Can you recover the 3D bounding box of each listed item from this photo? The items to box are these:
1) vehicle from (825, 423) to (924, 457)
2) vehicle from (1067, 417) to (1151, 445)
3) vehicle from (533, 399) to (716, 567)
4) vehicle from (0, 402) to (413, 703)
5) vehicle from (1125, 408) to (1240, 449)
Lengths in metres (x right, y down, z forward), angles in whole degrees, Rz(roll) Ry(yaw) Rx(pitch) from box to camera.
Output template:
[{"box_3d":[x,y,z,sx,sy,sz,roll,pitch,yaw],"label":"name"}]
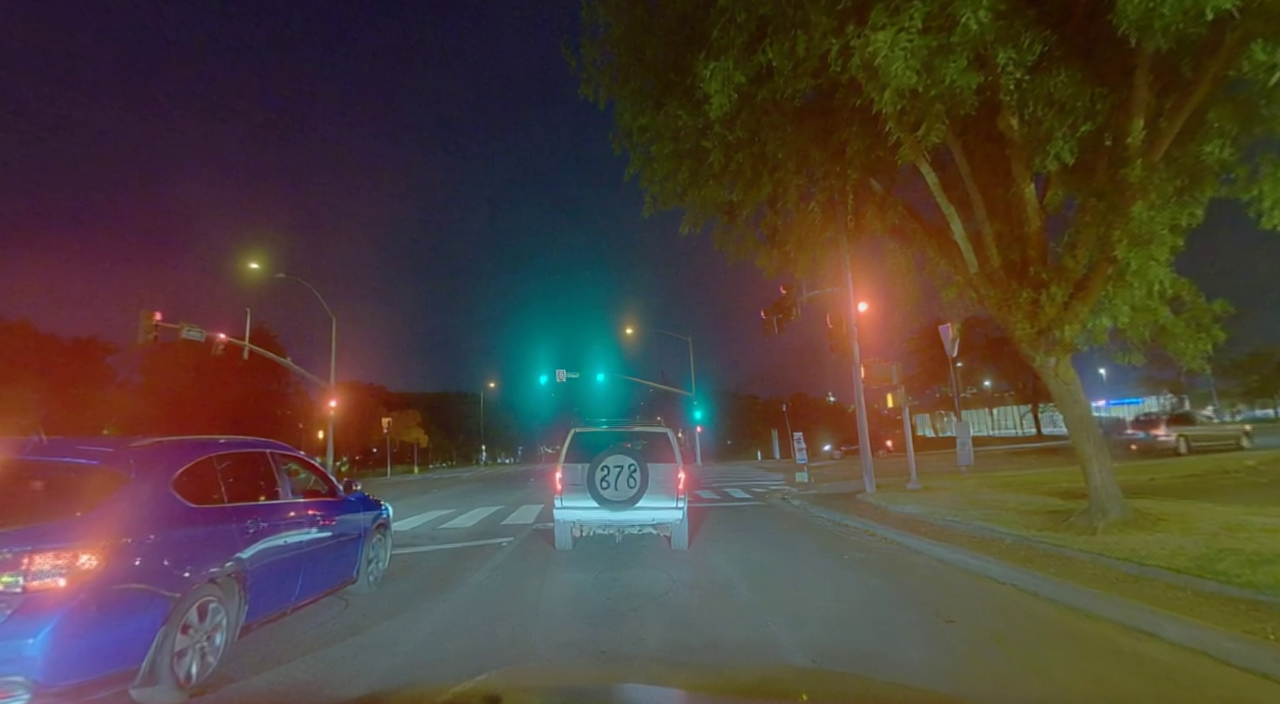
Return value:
[{"box_3d":[13.051,4.910,35.197,4.872,1.806,2.107,3,-9,-20],"label":"vehicle"},{"box_3d":[27.736,4.693,37.386,3.830,1.545,2.006,3,-9,-18],"label":"vehicle"},{"box_3d":[-0.176,1.796,9.343,2.059,1.877,4.249,0,-8,0],"label":"vehicle"},{"box_3d":[-3.374,1.264,4.554,2.011,1.527,4.008,0,-8,-1],"label":"vehicle"},{"box_3d":[29.383,4.129,34.243,5.215,1.967,2.392,1,-8,-22],"label":"vehicle"}]
